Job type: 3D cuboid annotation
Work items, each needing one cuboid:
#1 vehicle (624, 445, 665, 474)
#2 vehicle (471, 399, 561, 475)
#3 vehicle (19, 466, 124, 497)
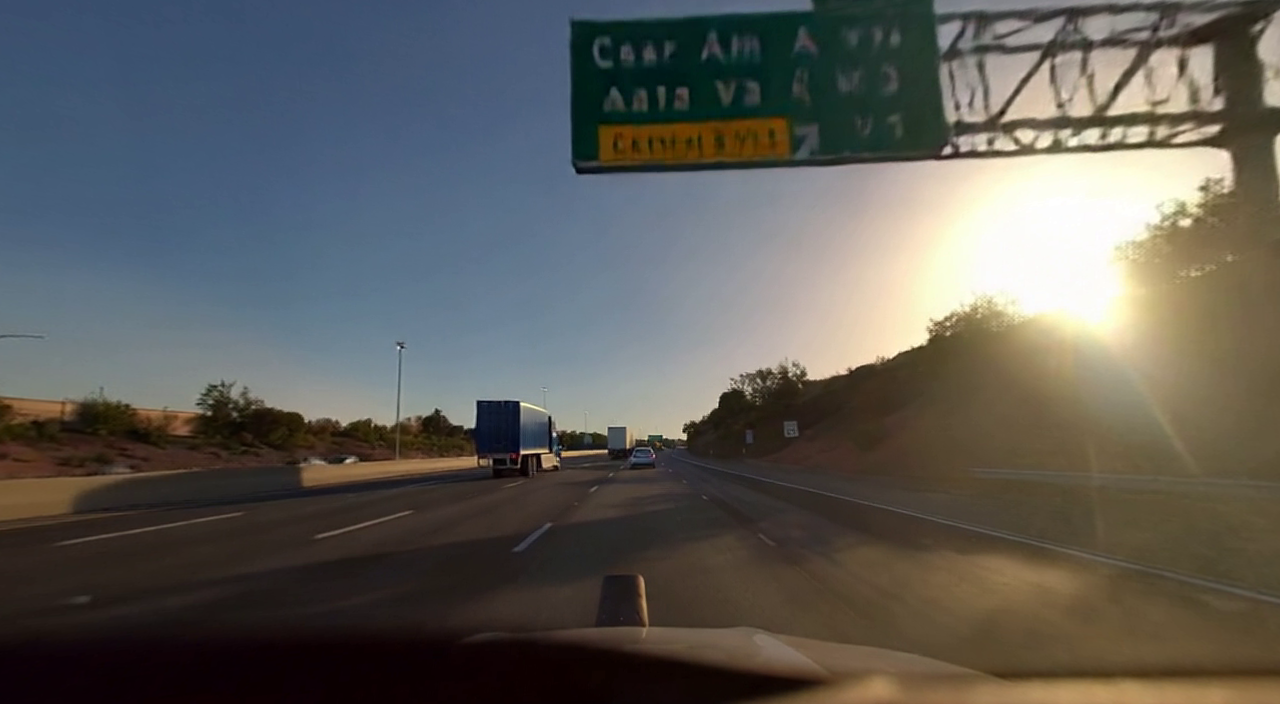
[{"bbox_3d":[0.193,5.791,34.132,2.066,1.469,4.050,0,-9,-1],"label":"vehicle"},{"bbox_3d":[-6.994,5.140,37.547,3.067,3.804,11.136,0,-9,0],"label":"vehicle"},{"bbox_3d":[-31.398,7.133,34.989,1.765,1.472,4.346,0,-9,0],"label":"vehicle"}]
